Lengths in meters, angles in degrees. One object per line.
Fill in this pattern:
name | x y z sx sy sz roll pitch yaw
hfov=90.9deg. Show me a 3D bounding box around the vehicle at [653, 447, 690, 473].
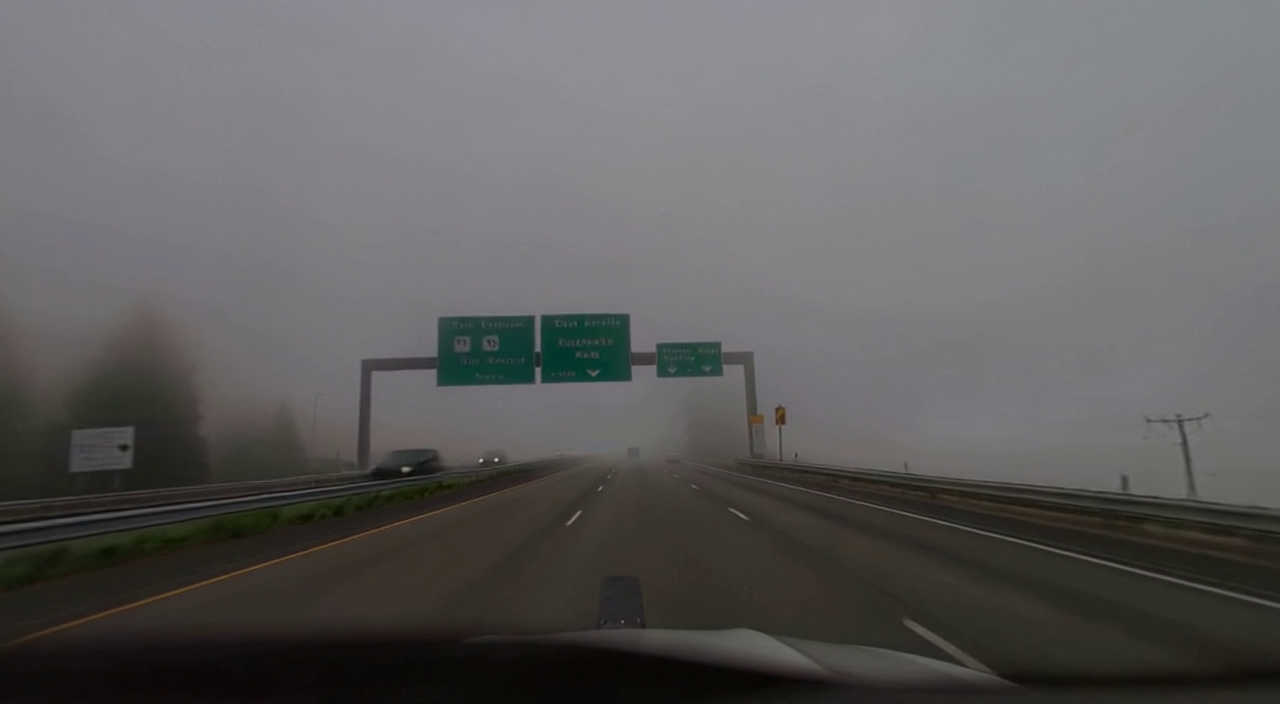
vehicle | 1.874 6.515 38.145 2.036 1.457 3.471 0 -9 0
